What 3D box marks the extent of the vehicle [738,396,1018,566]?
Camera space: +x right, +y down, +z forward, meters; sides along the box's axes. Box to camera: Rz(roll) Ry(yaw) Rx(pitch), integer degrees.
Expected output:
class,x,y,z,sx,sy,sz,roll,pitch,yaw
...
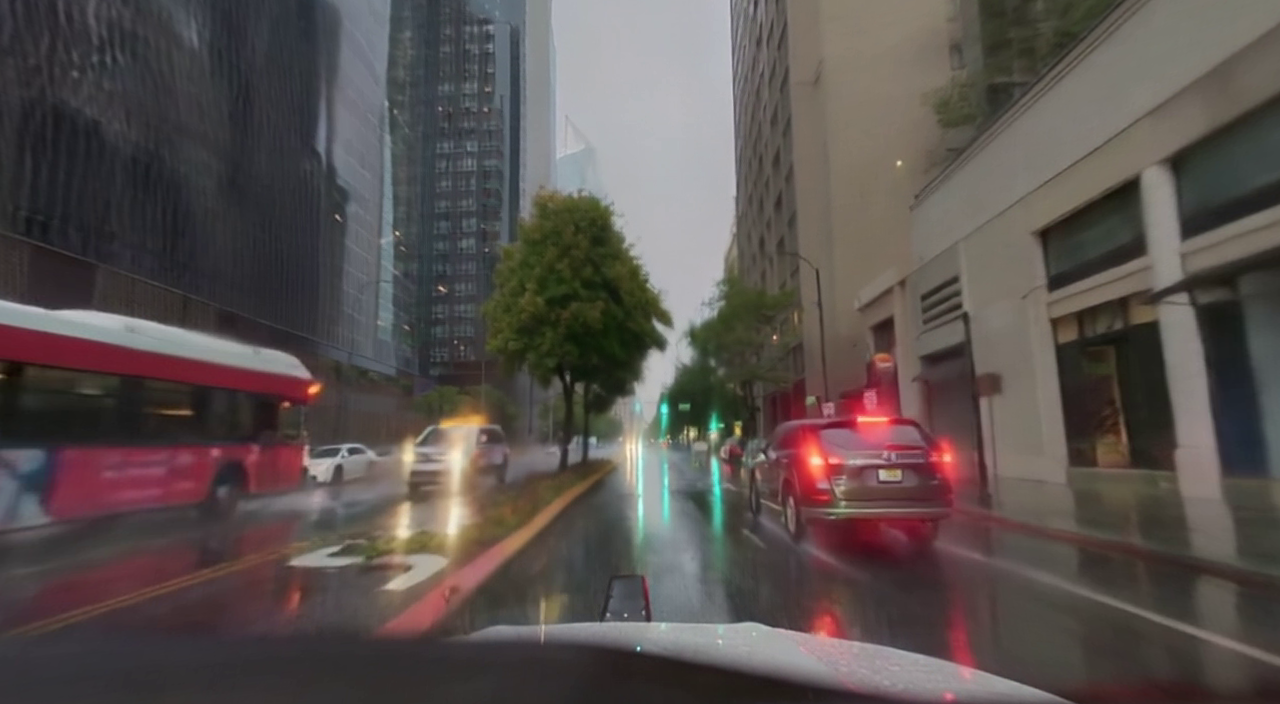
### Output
class,x,y,z,sx,sy,sz,roll,pitch,yaw
vehicle,3.037,1.820,9.678,2.118,1.848,5.426,0,-9,-1

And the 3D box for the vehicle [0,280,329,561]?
class,x,y,z,sx,sy,sz,roll,pitch,yaw
vehicle,-8.999,1.298,10.729,2.784,3.310,8.964,0,-9,0

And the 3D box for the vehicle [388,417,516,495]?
class,x,y,z,sx,sy,sz,roll,pitch,yaw
vehicle,-5.110,2.922,17.989,2.030,1.881,4.994,0,-9,1
